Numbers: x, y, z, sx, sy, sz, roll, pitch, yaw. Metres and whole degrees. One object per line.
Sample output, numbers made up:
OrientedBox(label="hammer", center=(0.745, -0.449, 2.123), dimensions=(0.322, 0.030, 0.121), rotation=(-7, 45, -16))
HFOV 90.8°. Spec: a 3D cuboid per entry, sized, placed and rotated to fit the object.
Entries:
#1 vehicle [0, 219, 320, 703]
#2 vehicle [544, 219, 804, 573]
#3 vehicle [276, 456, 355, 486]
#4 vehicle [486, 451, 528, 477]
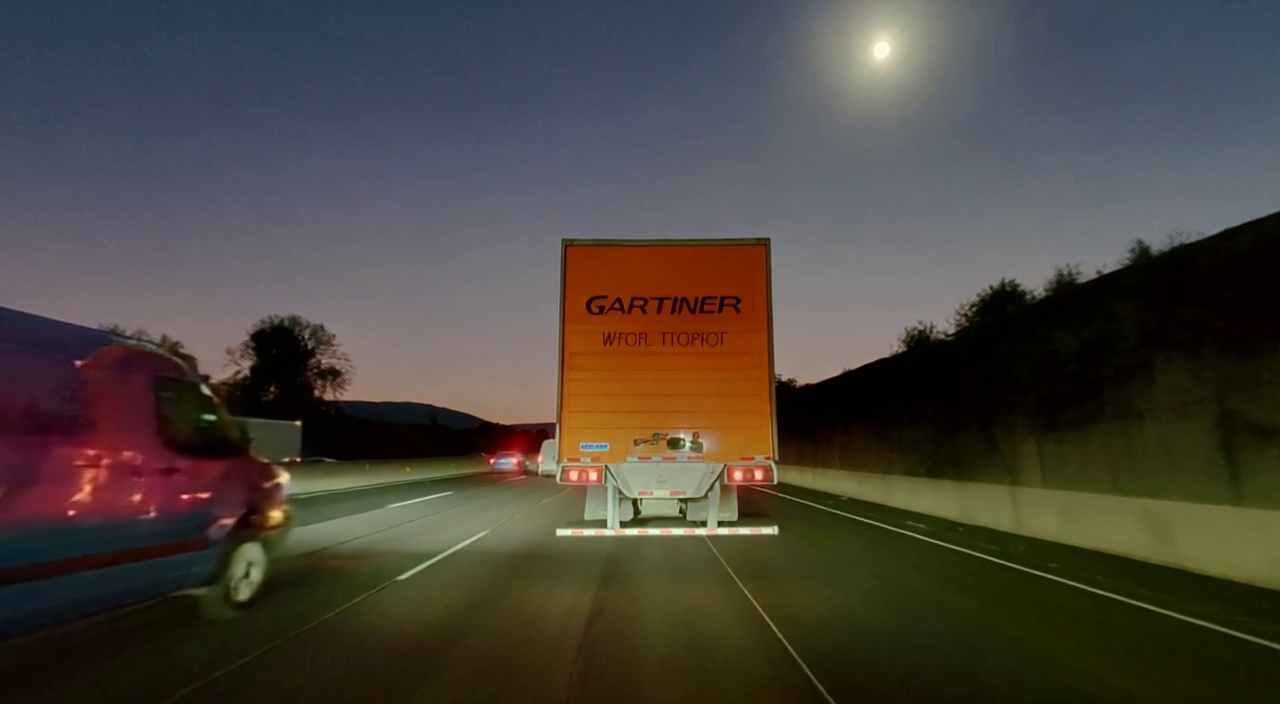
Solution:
OrientedBox(label="vehicle", center=(-4.139, 0.692, 3.278), dimensions=(2.208, 2.522, 5.187), rotation=(0, -9, -1))
OrientedBox(label="vehicle", center=(0.445, 1.246, 12.431), dimensions=(2.853, 4.054, 10.557), rotation=(0, -9, 1))
OrientedBox(label="vehicle", center=(-17.093, 6.253, 33.505), dimensions=(1.878, 1.441, 4.330), rotation=(0, -9, 0))
OrientedBox(label="vehicle", center=(-8.233, 6.954, 39.410), dimensions=(1.828, 1.502, 3.385), rotation=(0, -9, 1))
